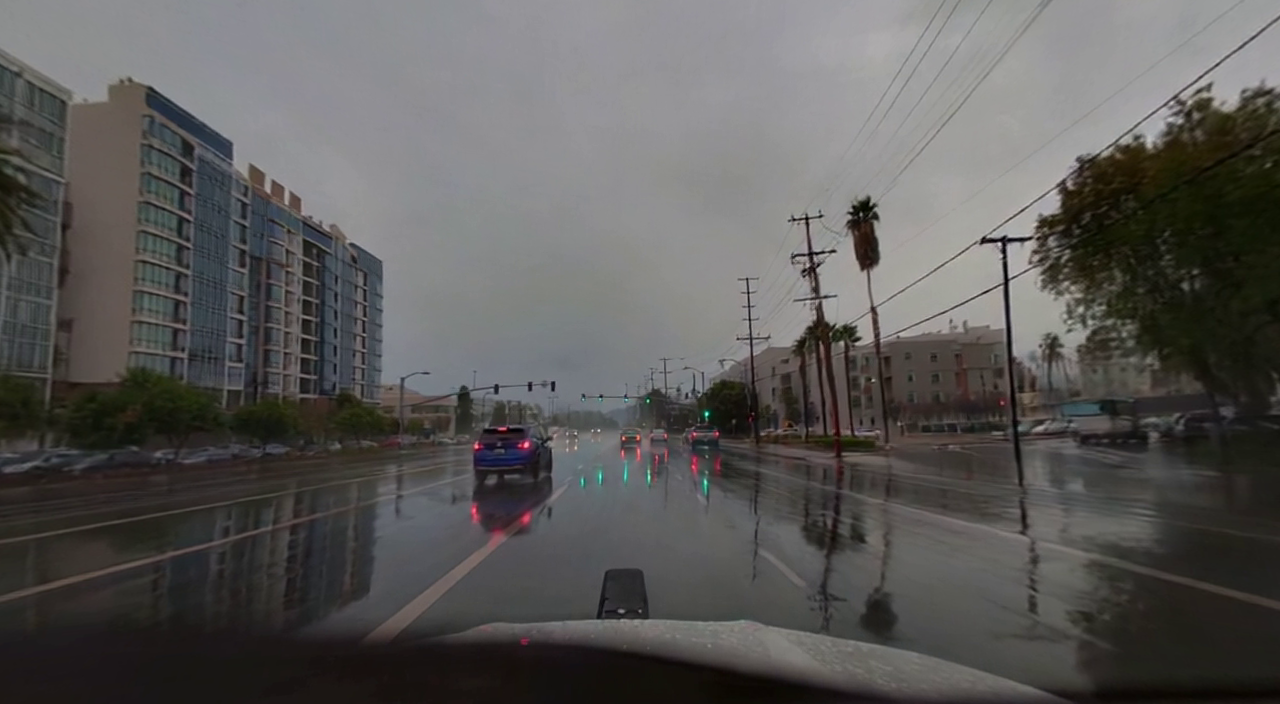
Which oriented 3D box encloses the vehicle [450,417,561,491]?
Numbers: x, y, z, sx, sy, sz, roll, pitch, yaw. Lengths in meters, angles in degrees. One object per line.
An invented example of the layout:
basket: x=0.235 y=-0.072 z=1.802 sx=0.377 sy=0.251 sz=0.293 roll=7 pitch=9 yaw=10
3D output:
vehicle: x=-3.549 y=2.816 z=17.591 sx=2.136 sy=1.779 sz=4.417 roll=0 pitch=-8 yaw=0

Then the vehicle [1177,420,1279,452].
vehicle: x=33.092 y=4.729 z=35.466 sx=4.393 sy=1.718 sz=1.961 roll=1 pitch=-9 yaw=-10

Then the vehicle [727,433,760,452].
vehicle: x=8.048 y=7.113 z=49.445 sx=1.897 sy=1.390 sz=4.391 roll=0 pitch=-8 yaw=1

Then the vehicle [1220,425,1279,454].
vehicle: x=33.341 y=4.595 z=33.063 sx=4.327 sy=1.474 sz=1.963 roll=1 pitch=-9 yaw=-10
